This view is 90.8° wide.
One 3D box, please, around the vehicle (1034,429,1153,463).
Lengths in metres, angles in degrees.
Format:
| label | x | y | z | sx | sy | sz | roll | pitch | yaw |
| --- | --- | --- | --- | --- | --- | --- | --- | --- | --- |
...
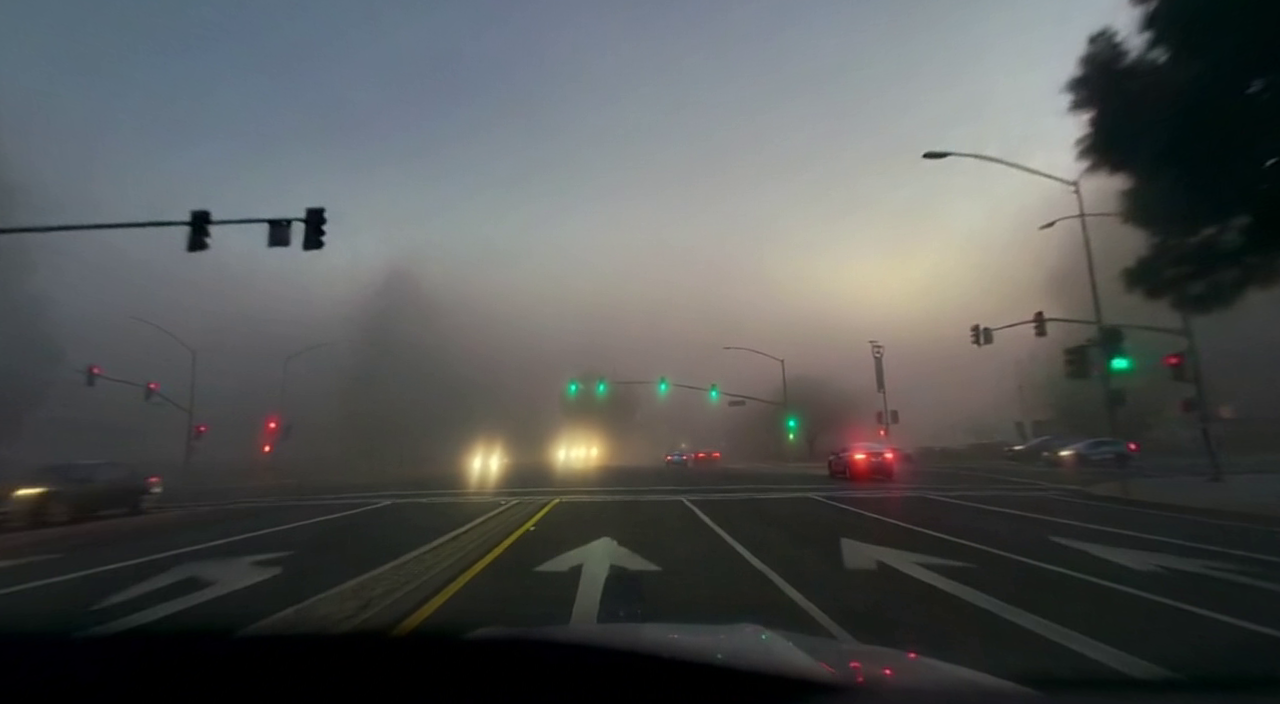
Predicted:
| label | x | y | z | sx | sy | sz | roll | pitch | yaw |
| --- | --- | --- | --- | --- | --- | --- | --- | --- | --- |
| vehicle | 24.489 | 5.080 | 34.247 | 4.747 | 1.766 | 2.179 | 0 | -9 | 0 |

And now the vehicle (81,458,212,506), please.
| label | x | y | z | sx | sy | sz | roll | pitch | yaw |
| --- | --- | --- | --- | --- | --- | --- | --- | --- | --- |
| vehicle | -22.539 | 5.901 | 29.163 | 2.016 | 1.871 | 4.983 | 0 | -9 | -1 |

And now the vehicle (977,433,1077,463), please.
| label | x | y | z | sx | sy | sz | roll | pitch | yaw |
| --- | --- | --- | --- | --- | --- | --- | --- | --- | --- |
| vehicle | 22.700 | 5.668 | 37.155 | 4.475 | 1.682 | 2.044 | 0 | -9 | -1 |

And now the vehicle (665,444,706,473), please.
| label | x | y | z | sx | sy | sz | roll | pitch | yaw |
| --- | --- | --- | --- | --- | --- | --- | --- | --- | --- |
| vehicle | 2.578 | 6.117 | 36.571 | 1.917 | 1.538 | 4.259 | 0 | -9 | -2 |

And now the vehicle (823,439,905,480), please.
| label | x | y | z | sx | sy | sz | roll | pitch | yaw |
| --- | --- | --- | --- | --- | --- | --- | --- | --- | --- |
| vehicle | 9.526 | 4.599 | 27.287 | 1.798 | 1.621 | 4.304 | 0 | -9 | -2 |
